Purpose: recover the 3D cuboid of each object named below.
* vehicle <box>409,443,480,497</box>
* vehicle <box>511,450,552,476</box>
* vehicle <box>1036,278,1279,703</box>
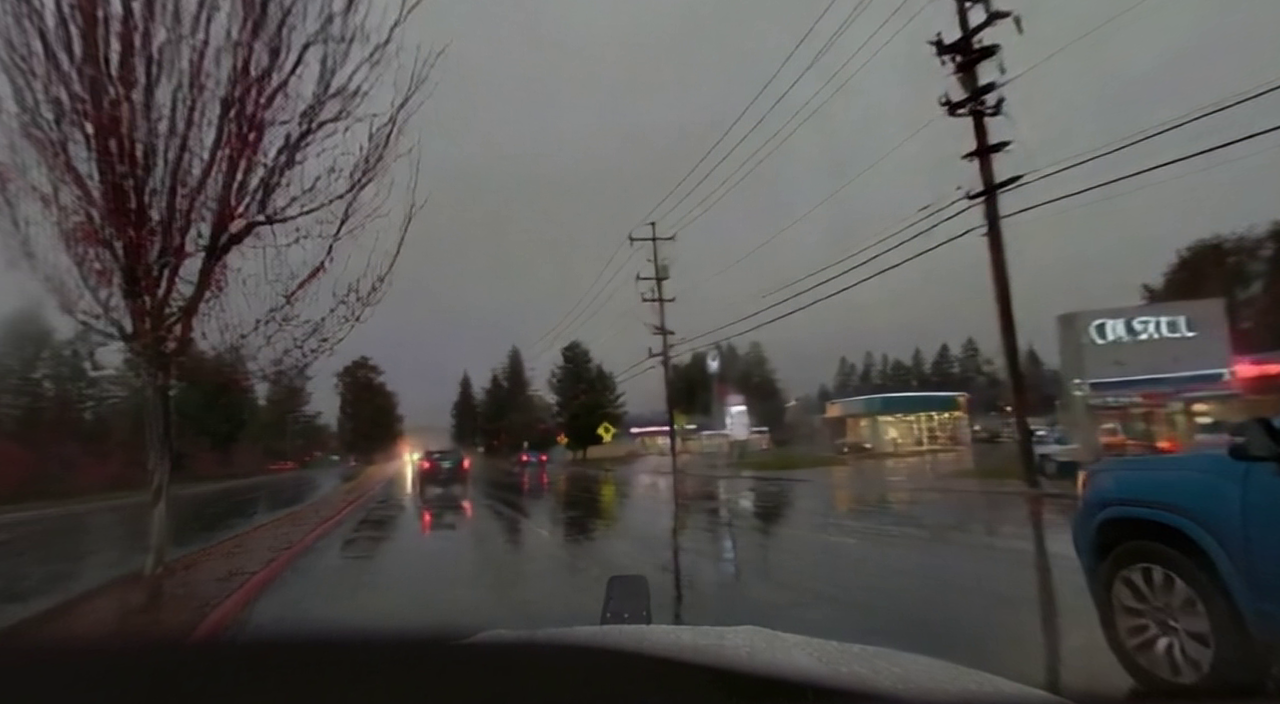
[{"bbox_3d":[-7.664,4.452,24.381,2.141,1.842,4.889,3,-9,-22],"label":"vehicle"},{"bbox_3d":[-6.917,6.979,39.964,1.760,1.481,4.161,3,-9,-21],"label":"vehicle"},{"bbox_3d":[3.525,0.442,1.128,2.036,1.818,5.192,0,-8,-3],"label":"vehicle"}]
